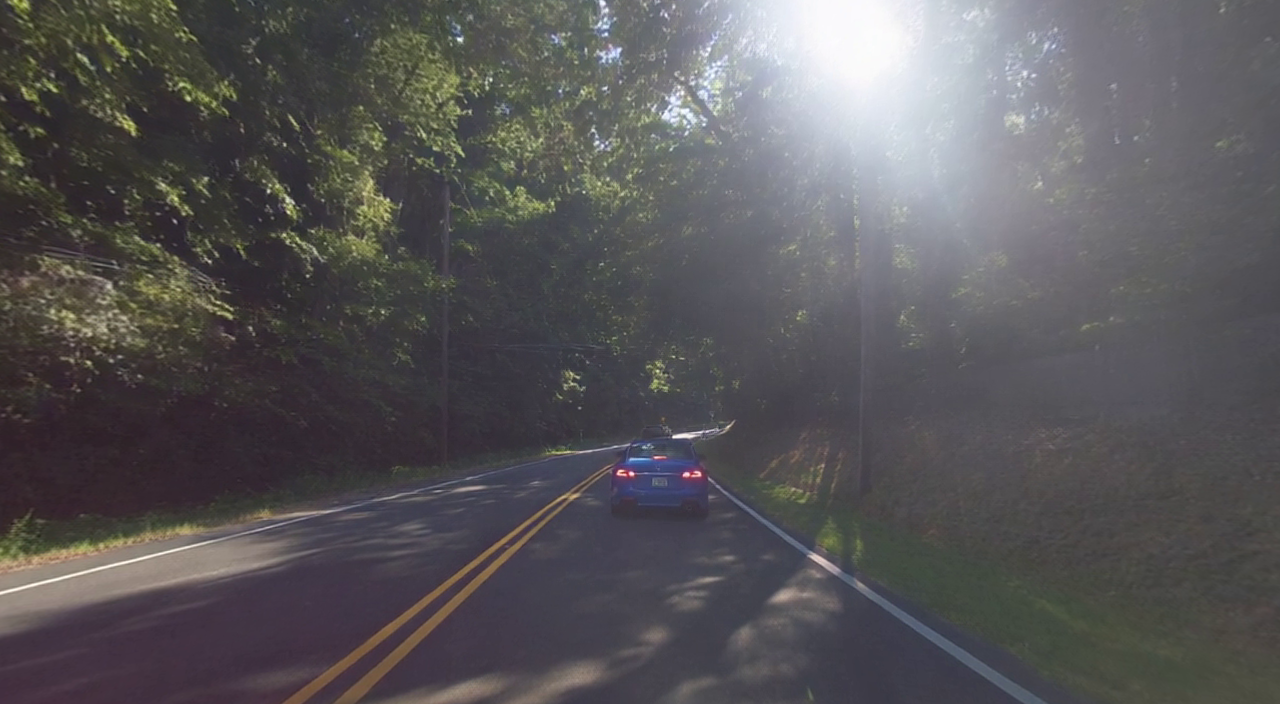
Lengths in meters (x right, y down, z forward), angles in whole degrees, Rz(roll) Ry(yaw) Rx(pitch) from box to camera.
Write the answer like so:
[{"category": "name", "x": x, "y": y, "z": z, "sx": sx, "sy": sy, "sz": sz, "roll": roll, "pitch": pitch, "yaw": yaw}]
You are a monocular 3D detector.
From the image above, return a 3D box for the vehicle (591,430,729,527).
[{"category": "vehicle", "x": 0.322, "y": 2.291, "z": 11.932, "sx": 2.187, "sy": 1.533, "sz": 3.726, "roll": 0, "pitch": -8, "yaw": 0}]
